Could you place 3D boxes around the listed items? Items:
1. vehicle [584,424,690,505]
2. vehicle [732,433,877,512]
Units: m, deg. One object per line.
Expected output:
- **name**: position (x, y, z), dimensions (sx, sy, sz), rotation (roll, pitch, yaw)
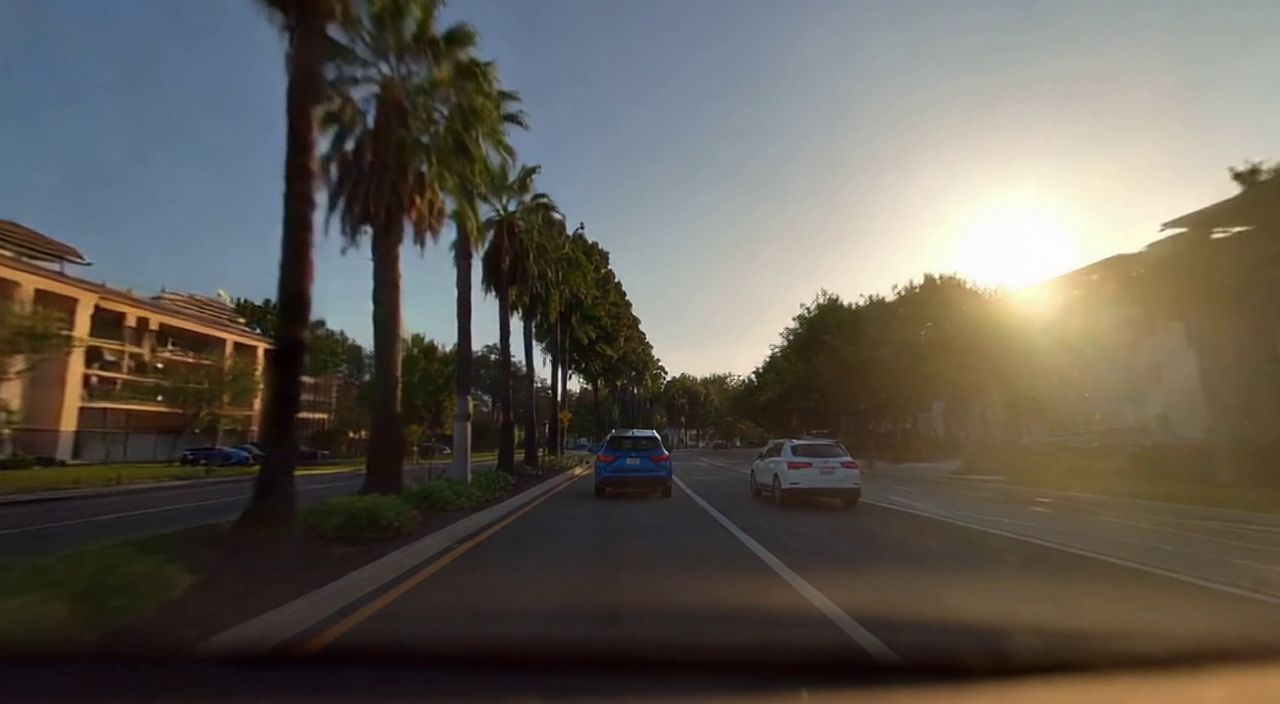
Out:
- **vehicle**: position (-0.097, 2.689, 15.534), dimensions (2.239, 1.693, 4.301), rotation (0, -8, -1)
- **vehicle**: position (3.471, 2.629, 14.343), dimensions (1.941, 1.472, 4.570), rotation (0, -8, -2)
